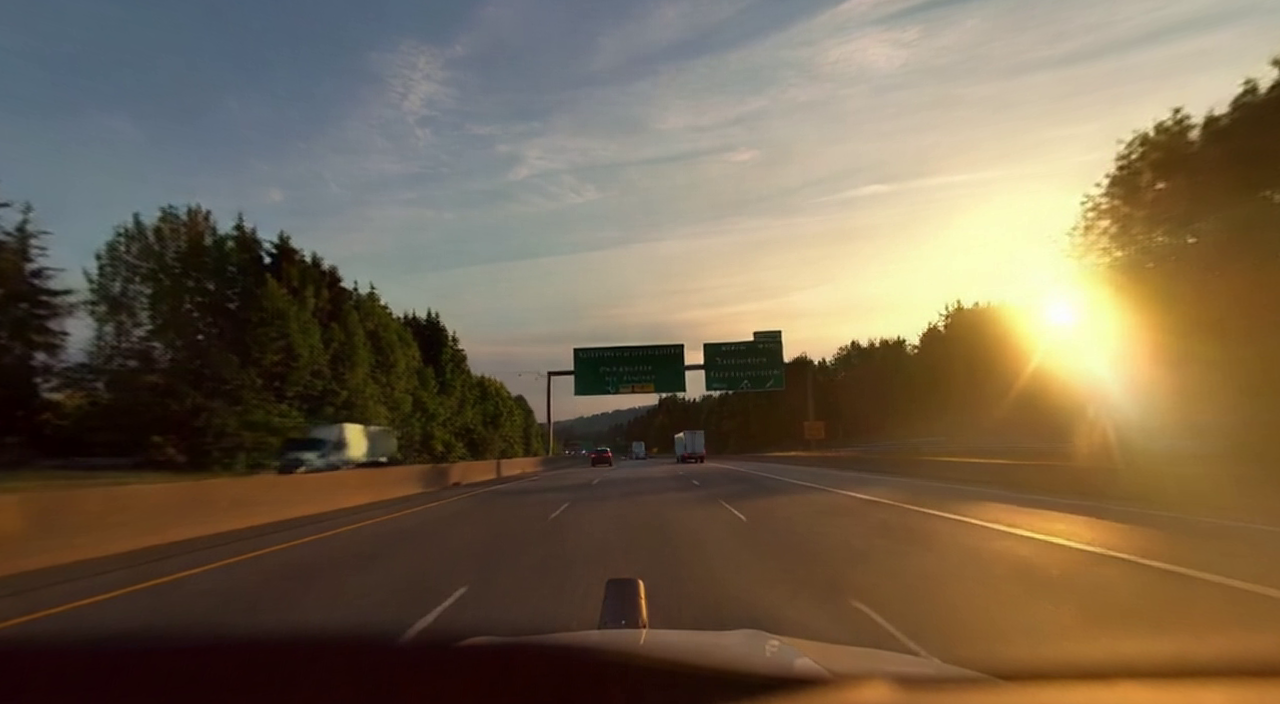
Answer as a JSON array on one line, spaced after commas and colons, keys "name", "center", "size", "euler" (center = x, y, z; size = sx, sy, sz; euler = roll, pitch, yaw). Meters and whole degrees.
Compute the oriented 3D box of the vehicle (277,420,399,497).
[{"name": "vehicle", "center": [-14.712, 5.264, 31.466], "size": [2.450, 3.334, 7.290], "euler": [-1, -9, 0]}]
